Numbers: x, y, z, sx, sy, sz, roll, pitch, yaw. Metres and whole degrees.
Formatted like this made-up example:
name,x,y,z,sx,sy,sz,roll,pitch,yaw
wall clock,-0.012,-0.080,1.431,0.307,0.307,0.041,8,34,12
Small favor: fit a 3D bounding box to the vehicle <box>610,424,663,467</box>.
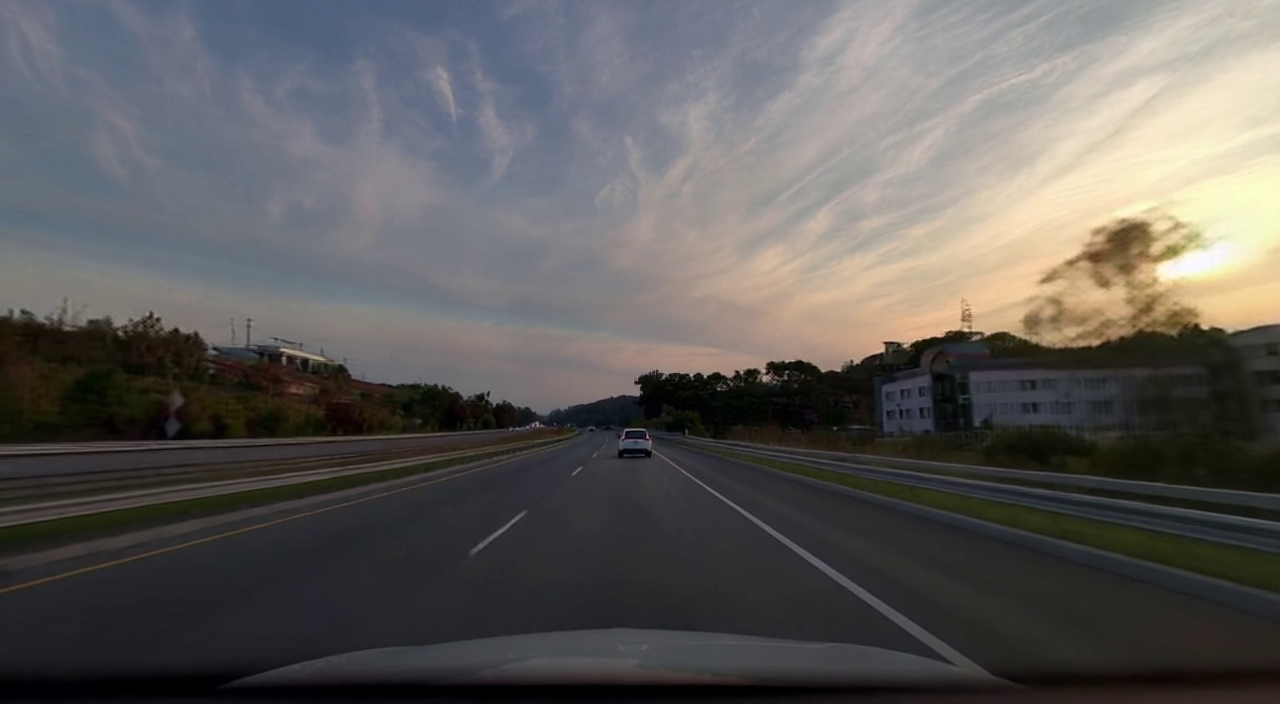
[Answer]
name,x,y,z,sx,sy,sz,roll,pitch,yaw
vehicle,-0.171,3.826,26.051,2.020,1.633,3.942,0,-8,-1
